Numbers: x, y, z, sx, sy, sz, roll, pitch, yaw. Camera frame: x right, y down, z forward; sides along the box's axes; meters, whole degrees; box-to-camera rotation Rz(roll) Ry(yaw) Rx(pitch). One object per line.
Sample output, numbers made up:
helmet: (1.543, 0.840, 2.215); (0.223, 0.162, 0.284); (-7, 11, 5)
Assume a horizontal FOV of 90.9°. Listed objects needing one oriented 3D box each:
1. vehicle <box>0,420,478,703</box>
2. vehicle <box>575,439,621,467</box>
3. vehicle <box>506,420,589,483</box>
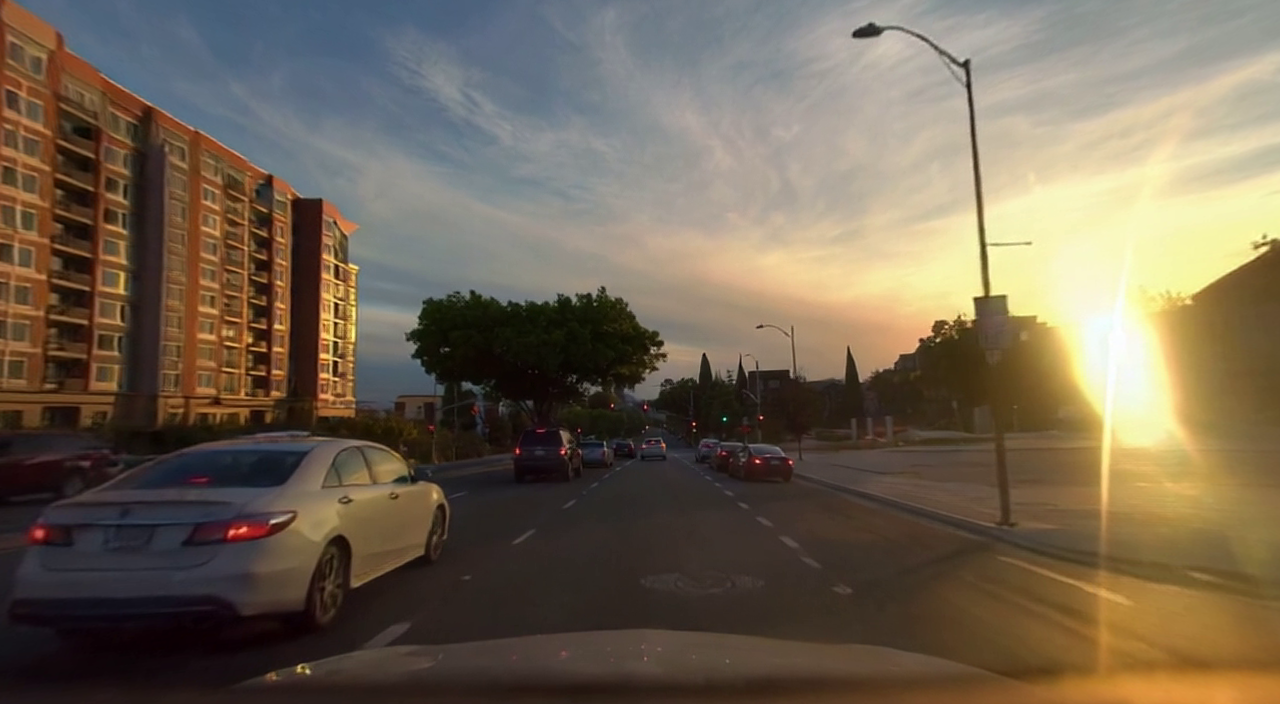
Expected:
vehicle: (-2.850, 1.327, 4.939); (1.959, 1.406, 4.272); (0, -8, 1)
vehicle: (-2.324, 5.793, 36.251); (2.246, 1.481, 4.146); (0, -8, 1)
vehicle: (-3.151, 3.521, 22.505); (2.152, 1.987, 4.527); (0, -8, 2)
